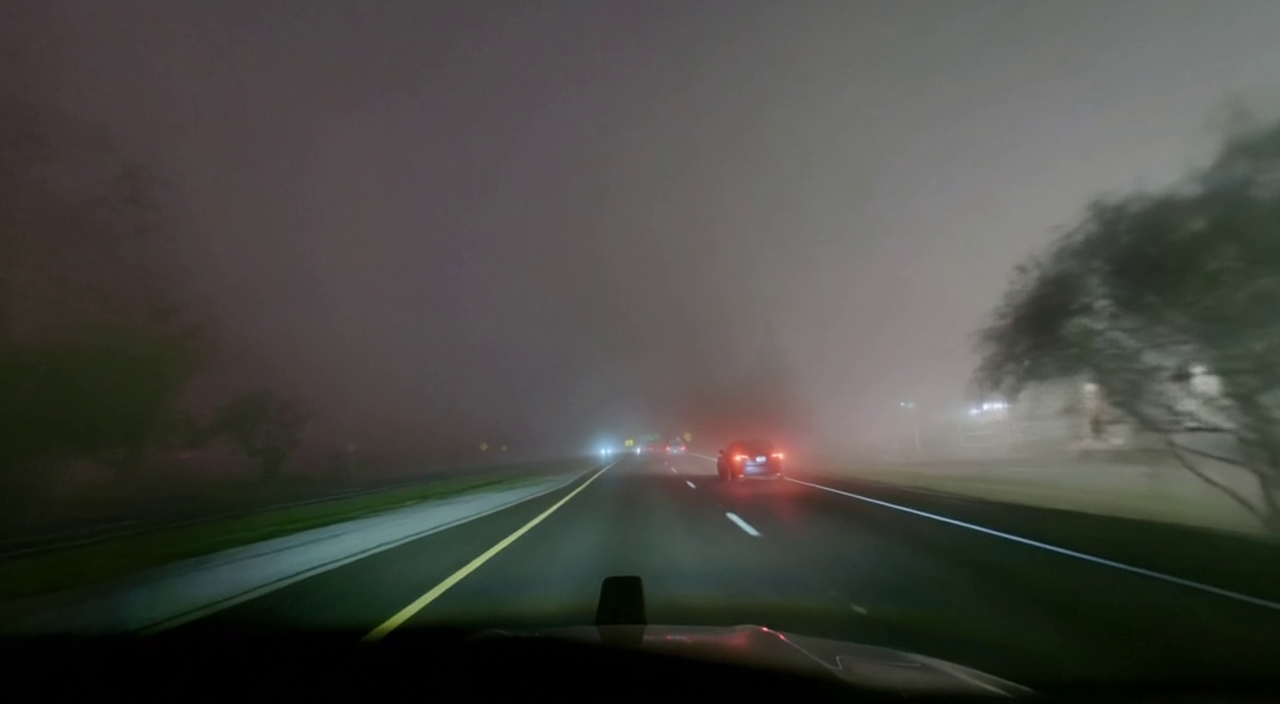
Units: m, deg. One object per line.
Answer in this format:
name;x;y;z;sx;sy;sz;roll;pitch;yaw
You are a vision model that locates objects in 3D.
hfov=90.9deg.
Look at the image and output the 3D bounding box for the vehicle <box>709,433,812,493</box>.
vehicle;3.431;3.248;18.903;2.042;1.518;4.477;-1;-8;-2
